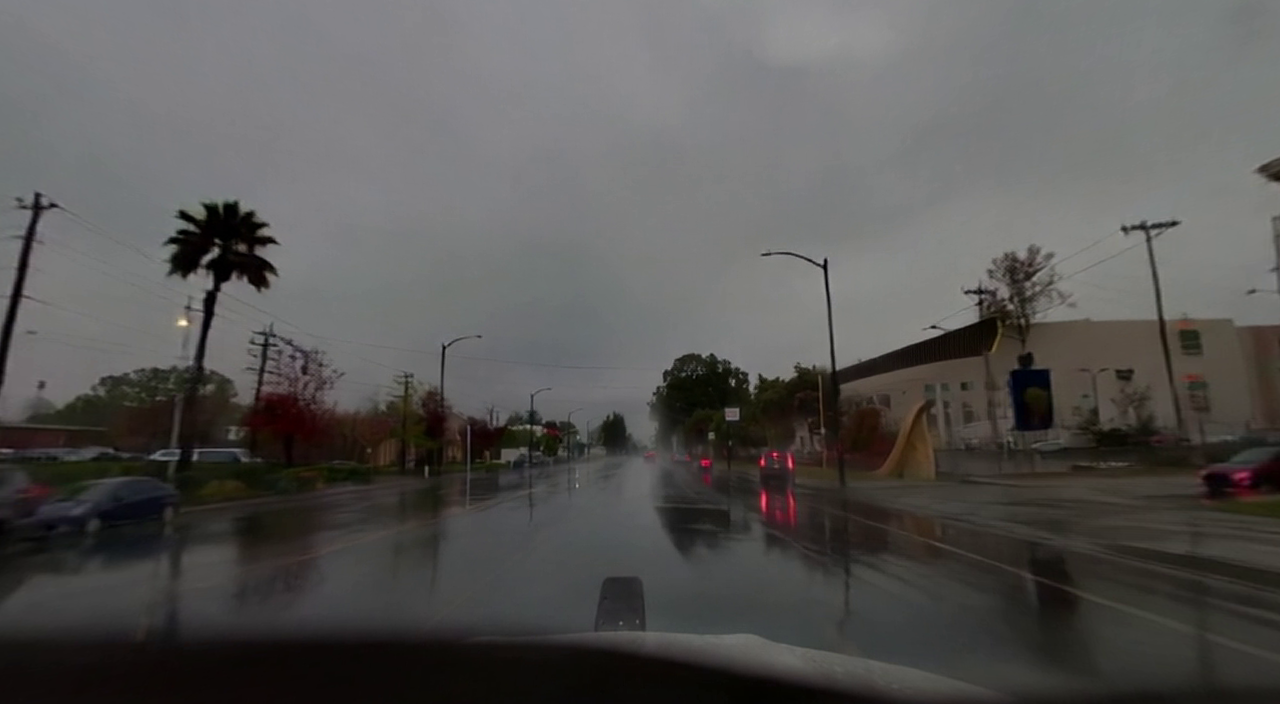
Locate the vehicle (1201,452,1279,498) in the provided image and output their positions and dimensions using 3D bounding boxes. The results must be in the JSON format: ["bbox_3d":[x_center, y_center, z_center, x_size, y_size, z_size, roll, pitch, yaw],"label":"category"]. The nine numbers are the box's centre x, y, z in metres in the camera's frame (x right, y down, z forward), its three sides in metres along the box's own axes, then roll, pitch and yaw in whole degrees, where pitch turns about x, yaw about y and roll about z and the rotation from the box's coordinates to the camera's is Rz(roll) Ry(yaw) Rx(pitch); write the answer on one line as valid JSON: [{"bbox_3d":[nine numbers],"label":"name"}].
[{"bbox_3d":[23.830,4.583,23.542,1.827,1.492,4.154,-1,-16,-1],"label":"vehicle"}]

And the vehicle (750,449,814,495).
[{"bbox_3d":[5.190,4.392,23.545,2.067,1.477,4.653,-2,-9,10],"label":"vehicle"}]

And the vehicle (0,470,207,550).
[{"bbox_3d":[-12.802,3.664,15.202,1.791,1.446,4.368,0,-8,-2],"label":"vehicle"}]
